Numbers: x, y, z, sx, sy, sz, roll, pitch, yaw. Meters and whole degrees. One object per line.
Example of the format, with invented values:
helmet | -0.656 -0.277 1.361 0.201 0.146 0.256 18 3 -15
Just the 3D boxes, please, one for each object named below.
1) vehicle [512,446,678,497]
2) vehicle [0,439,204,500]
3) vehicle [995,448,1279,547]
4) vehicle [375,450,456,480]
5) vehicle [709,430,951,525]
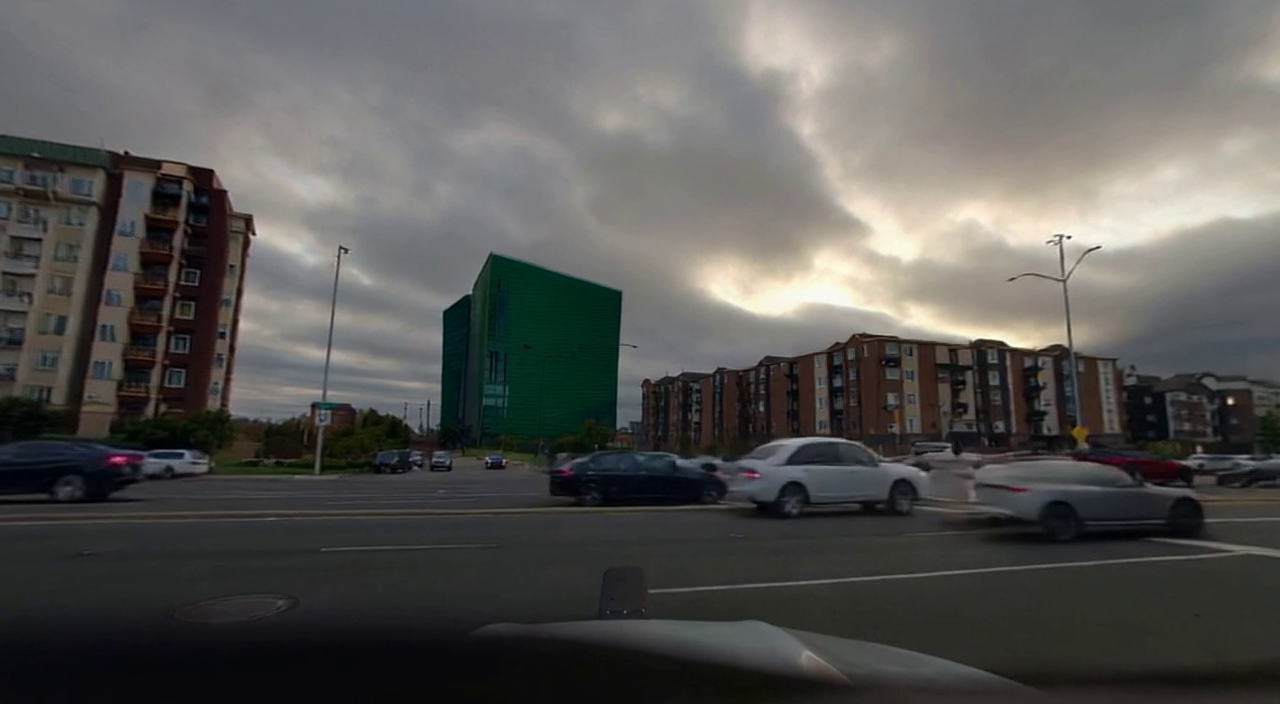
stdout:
vehicle | -1.440 3.715 19.890 4.921 1.453 1.894 3 -9 -15
vehicle | -15.027 3.067 16.659 5.371 1.488 1.763 2 -9 -14
vehicle | 8.956 2.405 10.934 4.710 1.444 2.041 3 -9 -15
vehicle | -15.463 7.788 43.532 4.920 1.956 1.865 -1 -9 8
vehicle | 3.812 2.520 12.993 4.284 1.692 2.031 3 -9 -15
